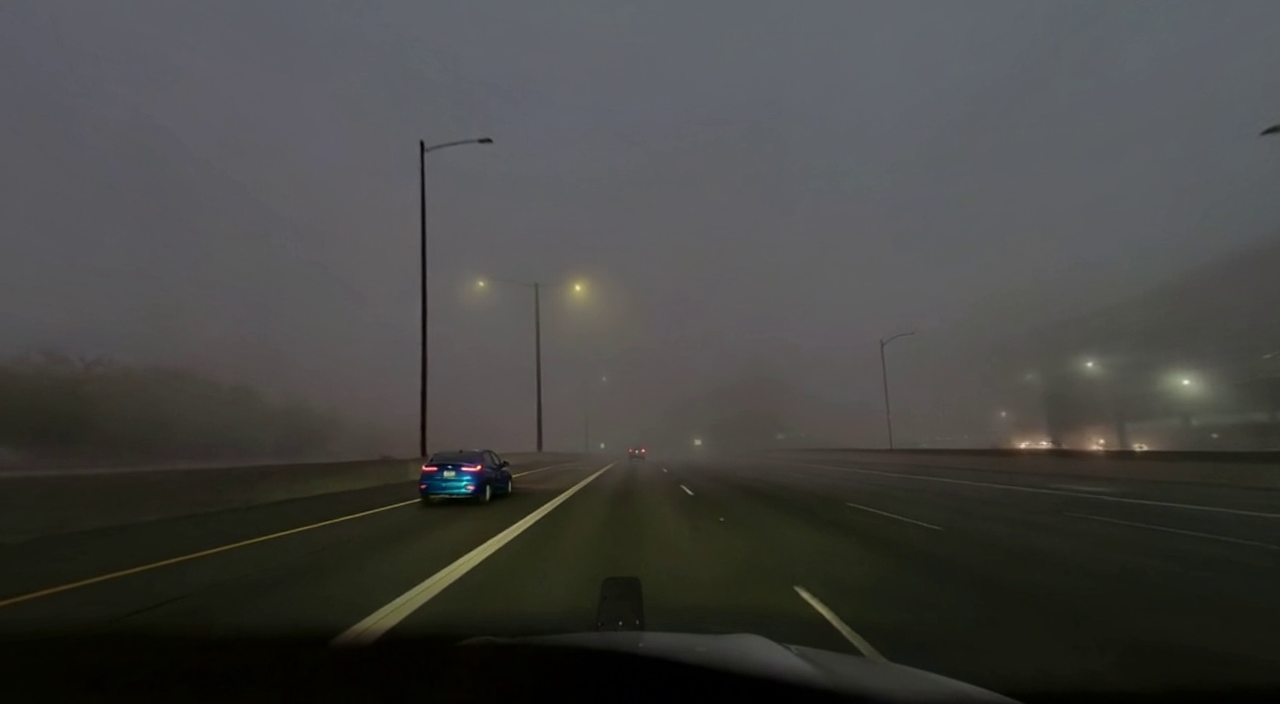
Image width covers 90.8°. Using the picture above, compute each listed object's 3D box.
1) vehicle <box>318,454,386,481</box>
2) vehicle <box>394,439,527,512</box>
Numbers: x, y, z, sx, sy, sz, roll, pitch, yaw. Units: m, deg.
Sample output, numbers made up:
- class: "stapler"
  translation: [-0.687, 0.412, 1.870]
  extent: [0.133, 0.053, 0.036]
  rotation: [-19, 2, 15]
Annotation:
- class: "vehicle"
  translation: [-17.536, 7.035, 38.761]
  extent: [1.892, 1.478, 4.684]
  rotation: [0, -9, 1]
- class: "vehicle"
  translation: [-4.129, 2.892, 15.353]
  extent: [1.900, 1.492, 4.495]
  rotation: [0, -9, 0]
